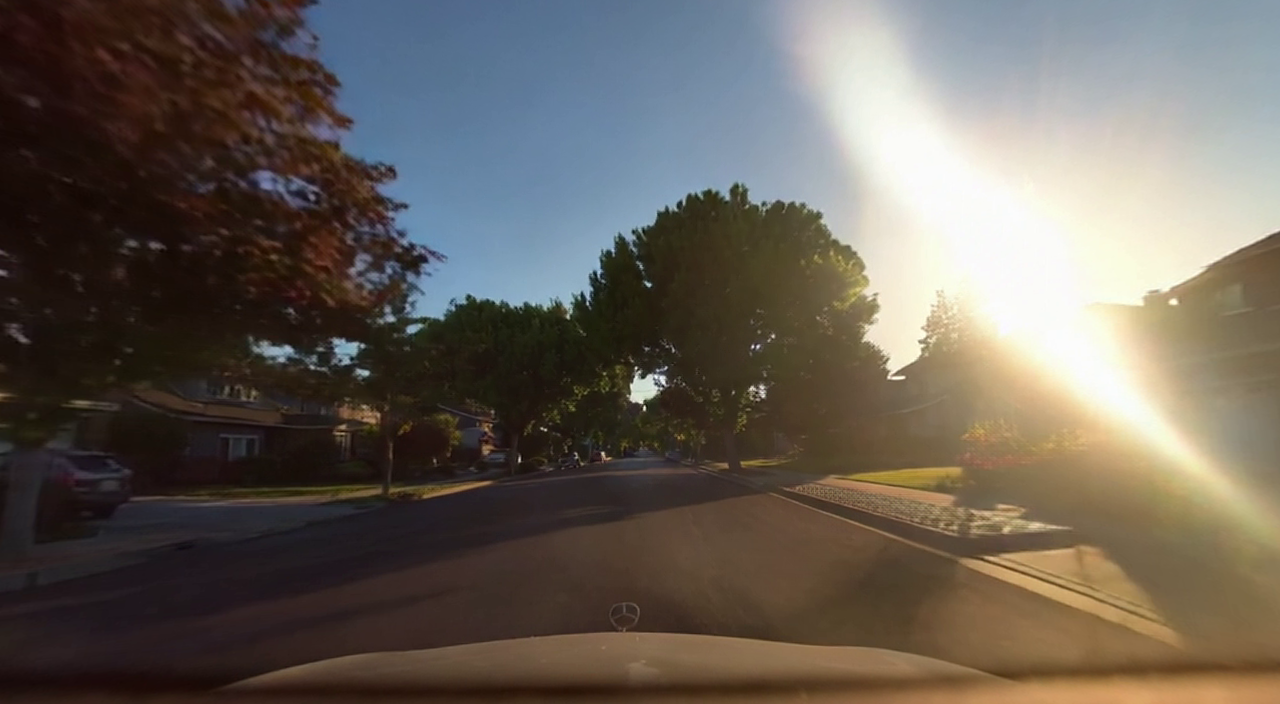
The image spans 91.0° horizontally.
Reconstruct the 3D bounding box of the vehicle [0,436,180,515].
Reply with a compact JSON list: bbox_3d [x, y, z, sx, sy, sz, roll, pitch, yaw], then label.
[{"bbox_3d":[-13.810,2.803,14.565,4.850,1.676,1.920,0,-9,4],"label":"vehicle"}]
